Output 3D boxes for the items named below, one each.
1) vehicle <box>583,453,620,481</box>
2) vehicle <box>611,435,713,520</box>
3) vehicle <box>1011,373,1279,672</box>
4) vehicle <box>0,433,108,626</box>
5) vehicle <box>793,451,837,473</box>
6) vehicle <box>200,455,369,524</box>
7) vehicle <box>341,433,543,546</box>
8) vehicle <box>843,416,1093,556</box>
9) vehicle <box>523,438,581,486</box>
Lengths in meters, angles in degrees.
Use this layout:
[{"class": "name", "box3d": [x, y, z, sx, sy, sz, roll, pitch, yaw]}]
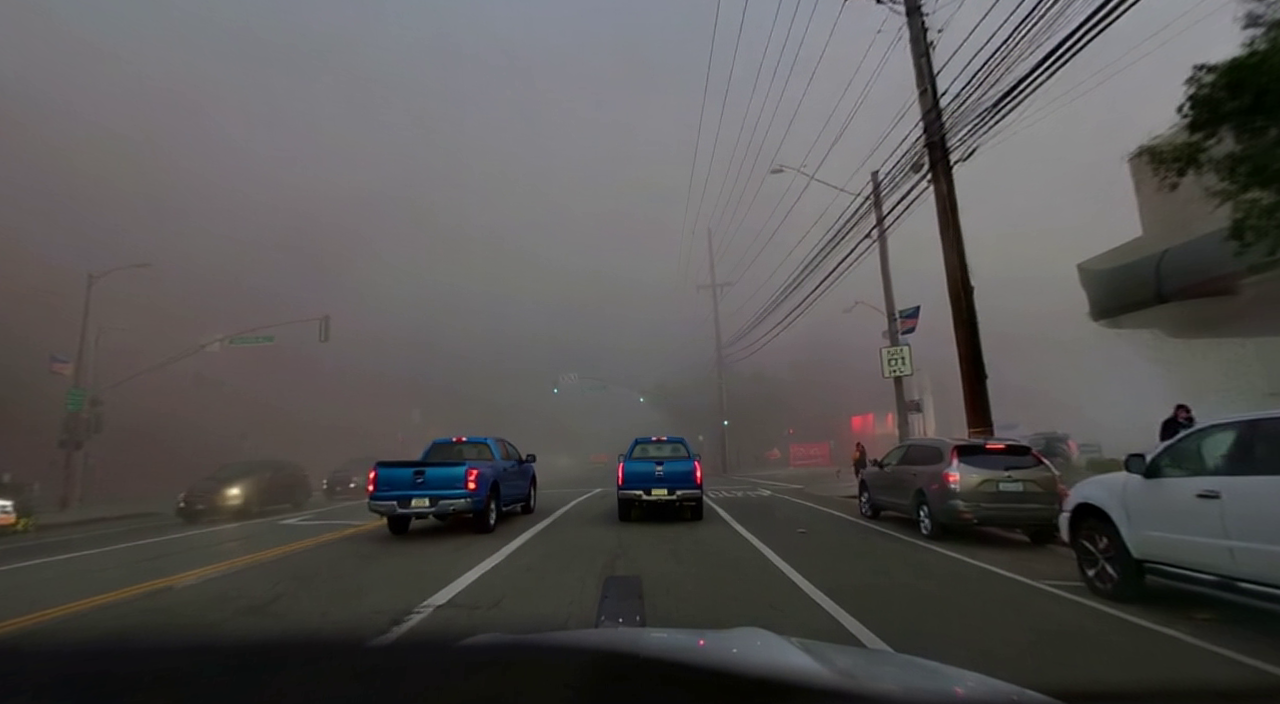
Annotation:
[{"class": "vehicle", "box3d": [-2.681, 8.187, 45.020, 2.140, 1.768, 5.092, 0, -9, 2]}, {"class": "vehicle", "box3d": [0.710, 2.928, 15.345, 2.089, 1.699, 4.650, -1, -9, 7]}, {"class": "vehicle", "box3d": [4.877, 1.074, 4.064, 2.007, 1.786, 4.870, 0, -8, 1]}, {"class": "vehicle", "box3d": [-6.219, 1.251, 3.850, 1.994, 1.551, 4.414, 0, -8, 1]}, {"class": "vehicle", "box3d": [13.435, 8.495, 48.646, 2.075, 1.556, 4.585, 0, -9, 0]}, {"class": "vehicle", "box3d": [-9.392, 3.629, 17.185, 1.918, 1.522, 4.486, 0, -8, 1]}, {"class": "vehicle", "box3d": [-3.144, 2.280, 11.210, 1.995, 1.554, 4.618, 0, -8, 1]}, {"class": "vehicle", "box3d": [5.098, 2.122, 10.727, 1.974, 1.823, 4.576, 0, -9, 3]}, {"class": "vehicle", "box3d": [-5.810, 7.358, 42.699, 2.619, 2.948, 7.193, 0, -9, 2]}]
